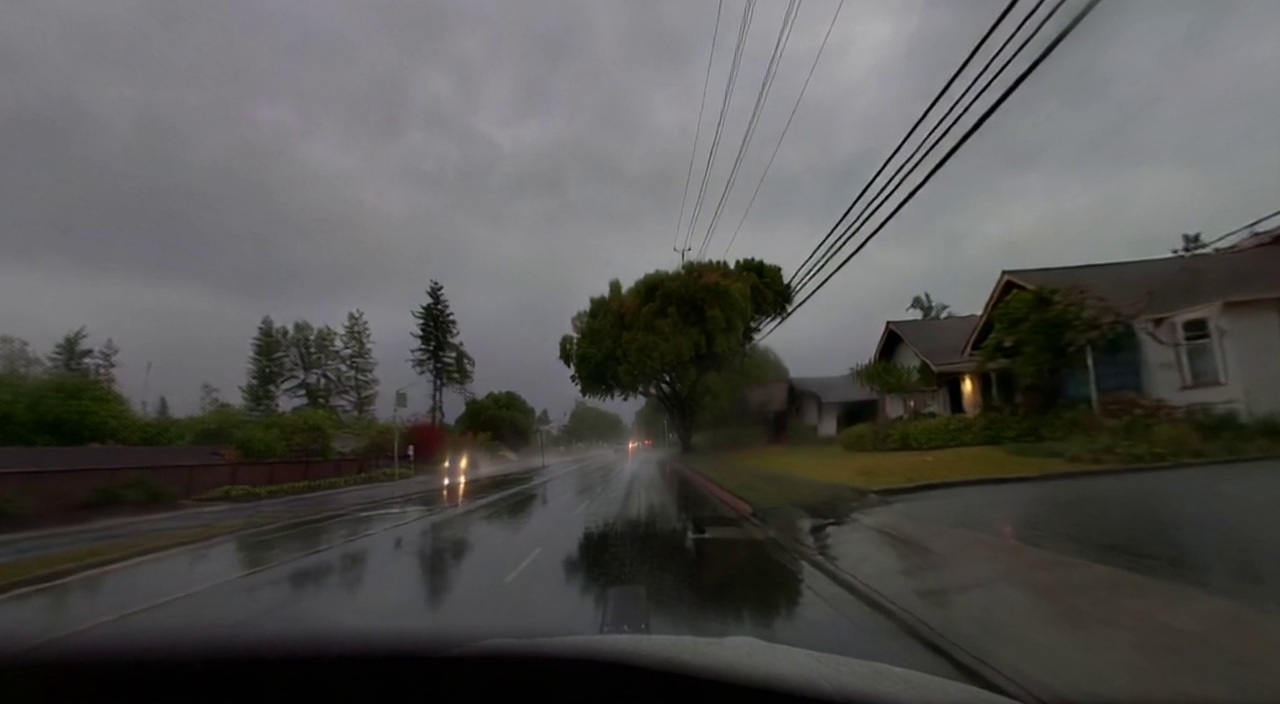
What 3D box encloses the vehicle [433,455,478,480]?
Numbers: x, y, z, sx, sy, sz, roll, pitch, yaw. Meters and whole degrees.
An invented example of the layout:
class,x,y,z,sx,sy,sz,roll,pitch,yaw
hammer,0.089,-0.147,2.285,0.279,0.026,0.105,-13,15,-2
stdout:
class,x,y,z,sx,sy,sz,roll,pitch,yaw
vehicle,-14.167,8.865,48.630,1.996,1.695,4.635,-1,-8,0
